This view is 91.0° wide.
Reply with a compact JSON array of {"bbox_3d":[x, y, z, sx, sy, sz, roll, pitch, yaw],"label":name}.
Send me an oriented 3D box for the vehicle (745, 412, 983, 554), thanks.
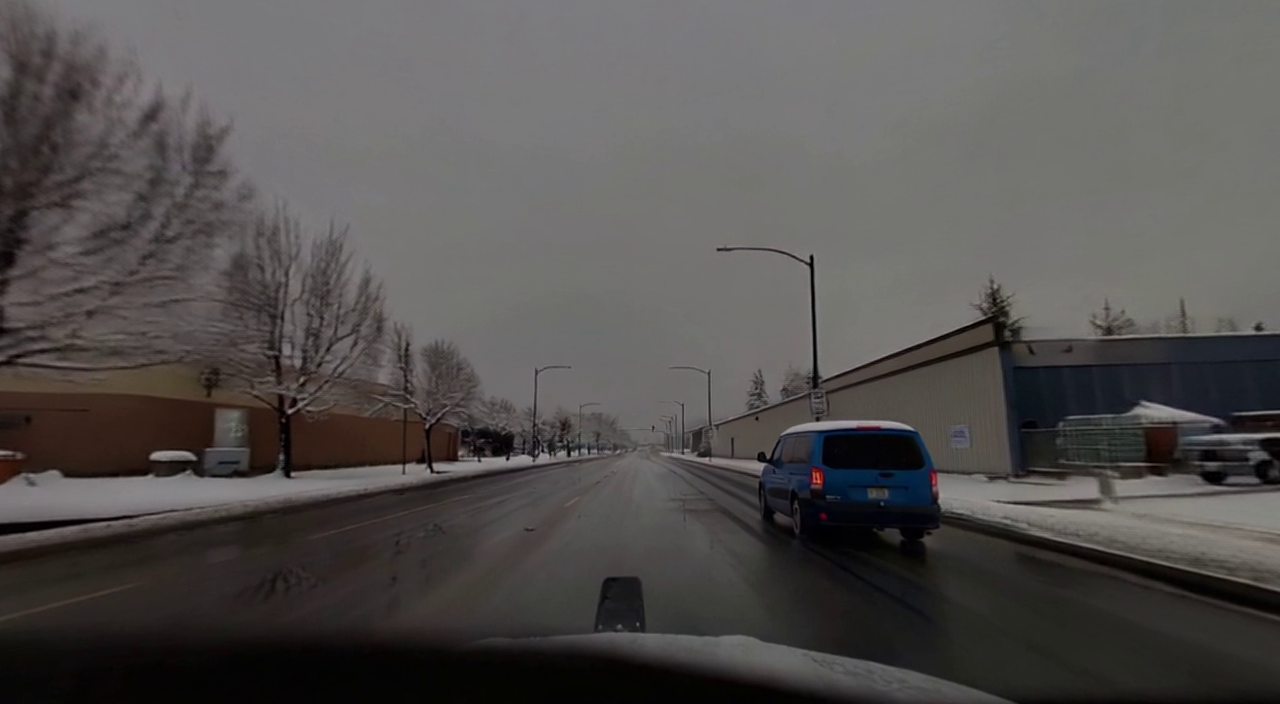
[{"bbox_3d":[3.315,2.060,10.649,2.202,1.822,4.826,0,-8,-1],"label":"vehicle"}]
